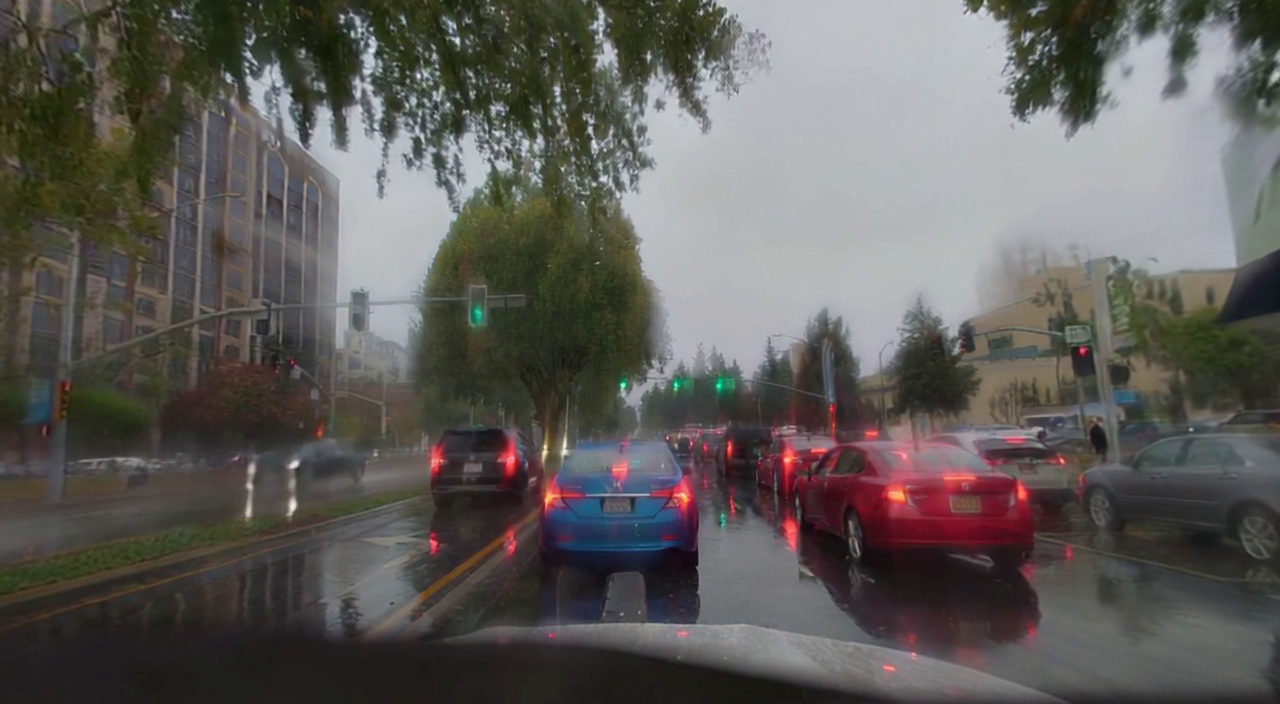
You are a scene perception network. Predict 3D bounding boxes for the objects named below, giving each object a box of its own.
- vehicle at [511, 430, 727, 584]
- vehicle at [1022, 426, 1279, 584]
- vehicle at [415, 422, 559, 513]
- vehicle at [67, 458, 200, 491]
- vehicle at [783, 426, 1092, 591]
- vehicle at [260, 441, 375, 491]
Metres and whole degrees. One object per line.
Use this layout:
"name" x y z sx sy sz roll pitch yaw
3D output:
"vehicle" -0.177 1.801 8.164 2.098 1.477 3.897 0 -8 1
"vehicle" 7.179 1.731 7.820 2.004 1.508 4.646 0 -8 0
"vehicle" -3.431 2.711 15.408 2.160 1.823 5.115 0 -8 1
"vehicle" -25.293 6.142 31.755 4.679 1.488 2.052 2 -9 -12
"vehicle" 3.236 1.760 7.997 2.020 1.513 4.120 0 -8 2
"vehicle" -12.196 4.311 24.288 1.959 1.704 4.410 0 -8 2
